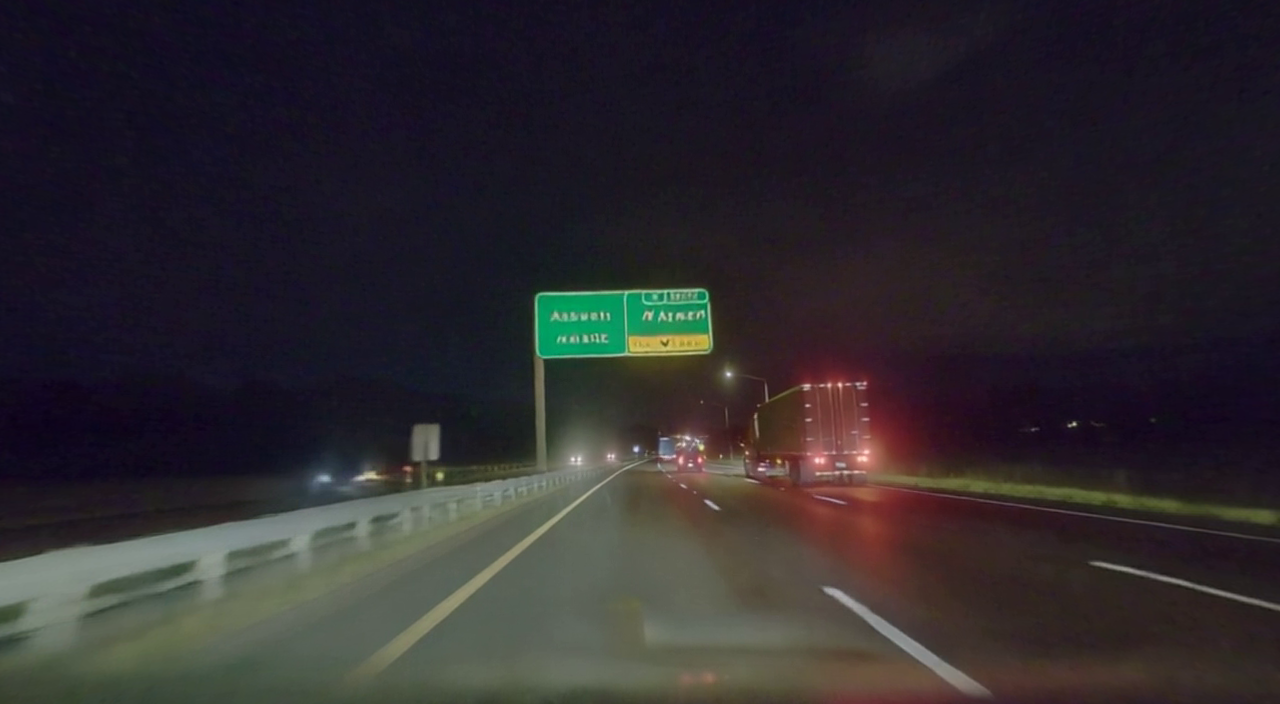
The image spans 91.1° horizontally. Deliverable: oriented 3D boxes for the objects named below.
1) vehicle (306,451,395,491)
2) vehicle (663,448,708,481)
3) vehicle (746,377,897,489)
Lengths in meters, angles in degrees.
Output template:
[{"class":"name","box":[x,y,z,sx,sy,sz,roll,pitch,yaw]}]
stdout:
[{"class":"vehicle","box":[-11.985,4.923,26.349,1.854,1.514,3.892,0,-9,0]},{"class":"vehicle","box":[2.285,5.735,32.351,2.024,1.579,3.707,-1,-9,0]},{"class":"vehicle","box":[7.756,3.996,29.773,2.907,4.042,13.858,0,-9,0]}]
